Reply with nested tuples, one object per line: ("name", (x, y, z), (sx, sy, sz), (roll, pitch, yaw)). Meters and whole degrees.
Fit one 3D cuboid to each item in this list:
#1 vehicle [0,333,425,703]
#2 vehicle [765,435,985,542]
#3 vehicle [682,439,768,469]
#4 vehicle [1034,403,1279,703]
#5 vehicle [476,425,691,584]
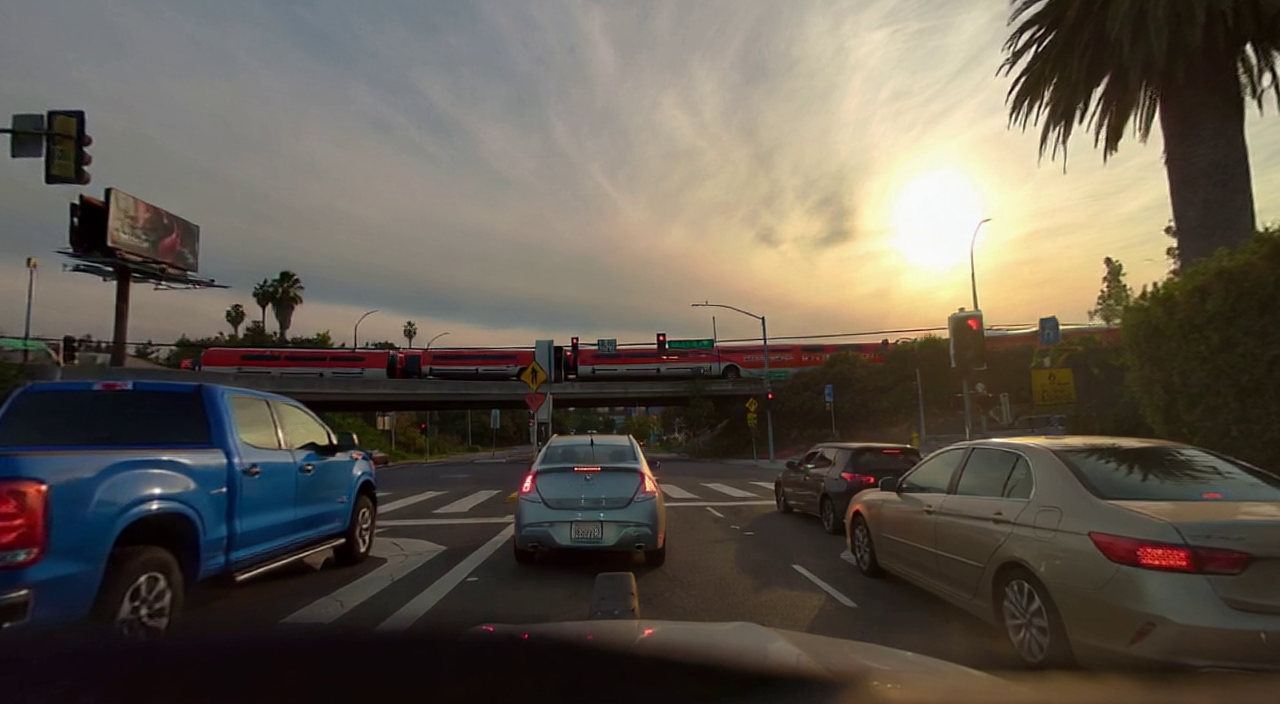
("vehicle", (-3.862, 1.220, 5.655), (2.078, 1.838, 5.448), (0, -9, -2))
("vehicle", (3.693, 2.219, 11.000), (1.965, 1.448, 4.486), (0, -9, -2))
("vehicle", (4.186, 5.139, 31.981), (1.878, 1.428, 4.416), (5, -10, -32))
("vehicle", (3.883, 0.892, 2.202), (2.052, 1.496, 4.541), (0, -9, 0))
("vehicle", (-0.643, 1.759, 8.132), (2.035, 1.491, 4.090), (0, -9, -3))
